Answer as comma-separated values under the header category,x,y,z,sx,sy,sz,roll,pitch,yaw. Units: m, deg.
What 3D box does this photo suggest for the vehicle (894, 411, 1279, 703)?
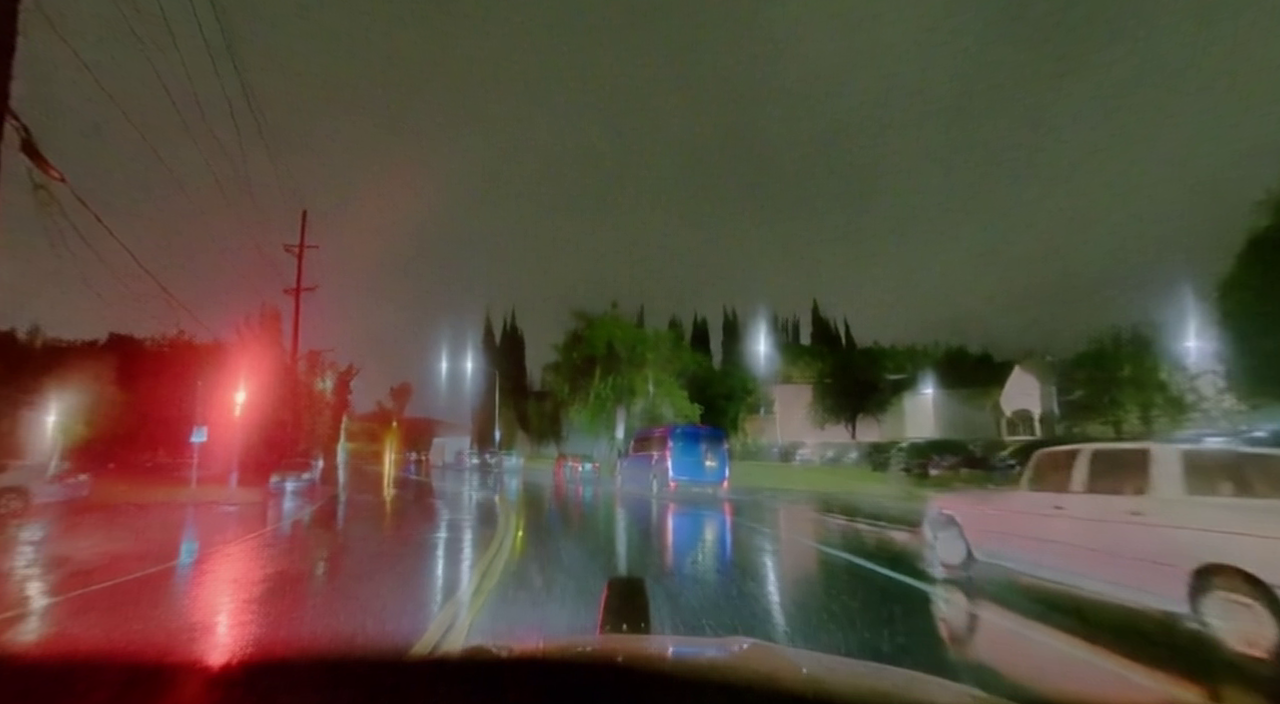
category,x,y,z,sx,sy,sz,roll,pitch,yaw
vehicle,3.928,1.285,4.719,1.961,1.456,4.569,0,-9,-3

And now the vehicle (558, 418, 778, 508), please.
category,x,y,z,sx,sy,sz,roll,pitch,yaw
vehicle,0.184,3.609,20.907,3.041,2.164,10.370,2,-10,-23

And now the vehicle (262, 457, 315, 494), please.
category,x,y,z,sx,sy,sz,roll,pitch,yaw
vehicle,-16.299,5.669,29.266,1.950,1.489,4.214,3,-10,-28

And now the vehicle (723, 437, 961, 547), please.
category,x,y,z,sx,sy,sz,roll,pitch,yaw
vehicle,3.137,2.290,11.042,1.957,1.479,4.554,2,-9,-11
